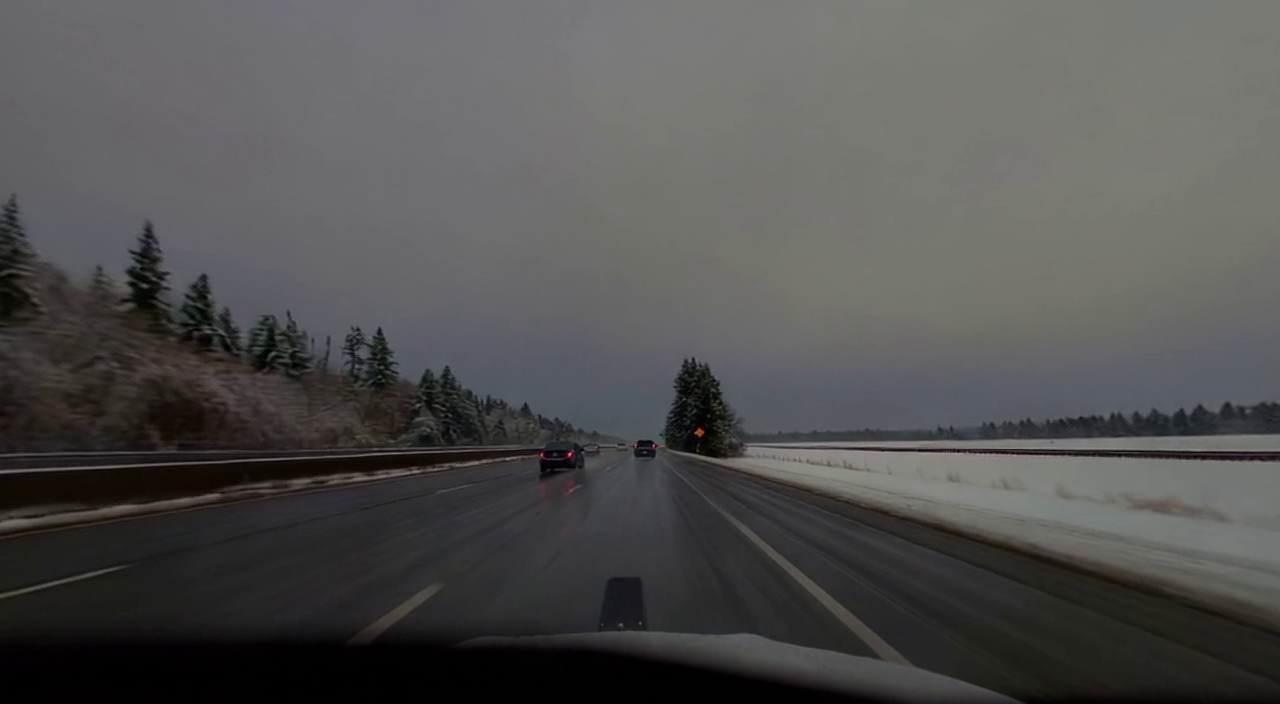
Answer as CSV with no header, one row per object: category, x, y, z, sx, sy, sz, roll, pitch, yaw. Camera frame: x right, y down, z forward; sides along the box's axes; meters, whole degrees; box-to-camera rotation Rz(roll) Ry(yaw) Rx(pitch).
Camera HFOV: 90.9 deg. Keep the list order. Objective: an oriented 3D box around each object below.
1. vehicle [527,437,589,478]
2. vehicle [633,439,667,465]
vehicle,-3.527,4.628,27.943,2.028,1.634,4.441,-1,-8,2
vehicle,0.734,6.954,44.163,2.259,1.697,4.106,0,-8,1
